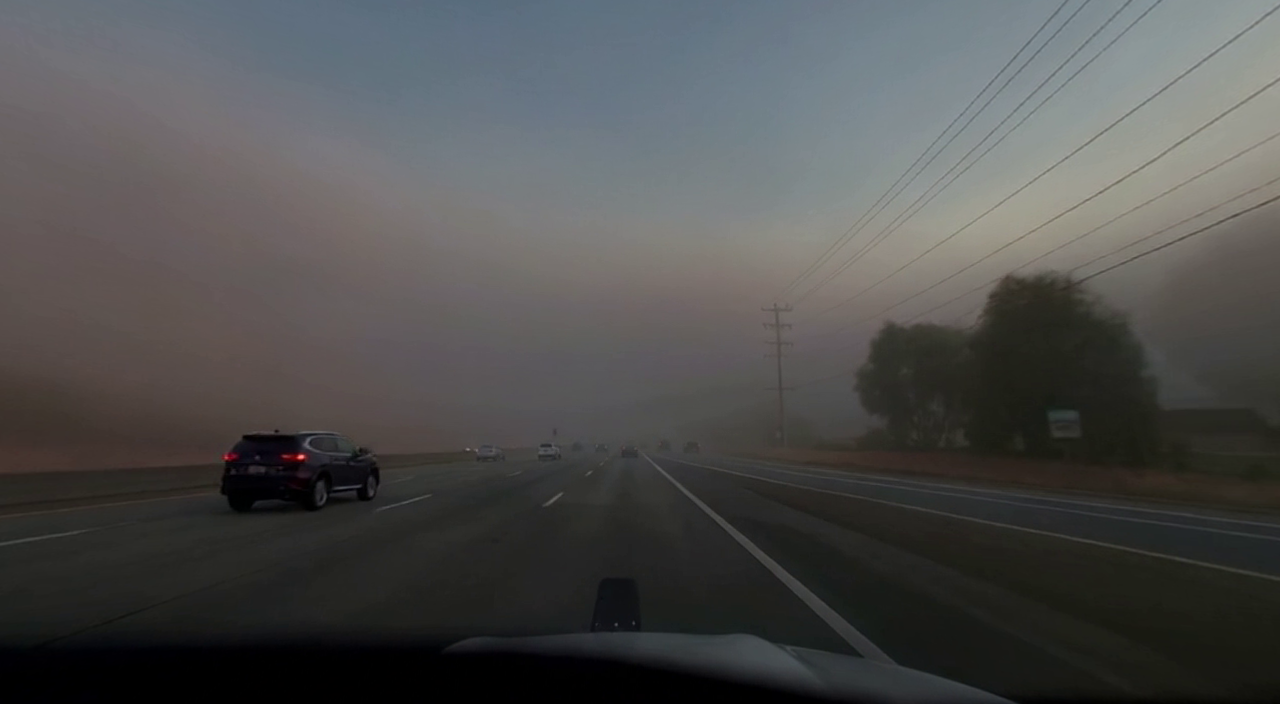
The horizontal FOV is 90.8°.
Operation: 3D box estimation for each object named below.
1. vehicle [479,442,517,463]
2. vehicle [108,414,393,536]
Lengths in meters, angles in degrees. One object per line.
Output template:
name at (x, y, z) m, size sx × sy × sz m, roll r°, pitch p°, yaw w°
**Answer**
vehicle at (-10.796, 7.694, 48.377) m, size 1.887 × 1.473 × 4.352 m, roll 0°, pitch -9°, yaw 0°
vehicle at (-6.898, 2.240, 12.211) m, size 2.115 × 1.799 × 5.444 m, roll 0°, pitch -9°, yaw -1°
